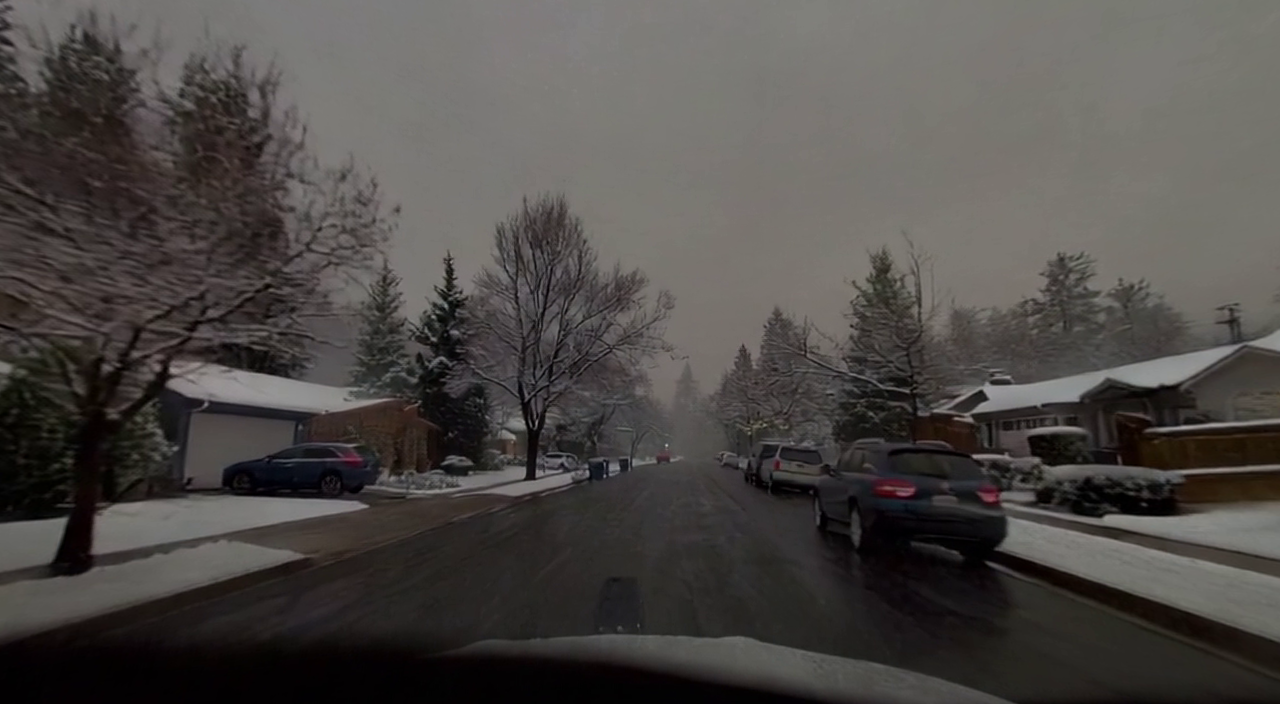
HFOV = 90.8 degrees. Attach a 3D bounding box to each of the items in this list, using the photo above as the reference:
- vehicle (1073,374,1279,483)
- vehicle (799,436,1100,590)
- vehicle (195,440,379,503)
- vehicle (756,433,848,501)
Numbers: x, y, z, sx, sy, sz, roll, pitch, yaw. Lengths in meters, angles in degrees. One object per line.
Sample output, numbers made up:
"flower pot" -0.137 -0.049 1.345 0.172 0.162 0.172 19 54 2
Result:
"vehicle" 11.919 1.595 12.566 4.861 1.911 2.181 1 -10 7
"vehicle" 3.670 1.950 8.704 2.009 1.506 4.698 0 -8 4
"vehicle" -10.809 3.638 19.547 4.511 1.809 2.018 -1 -9 7
"vehicle" 4.896 3.534 19.858 2.023 1.851 4.782 -1 -8 5
